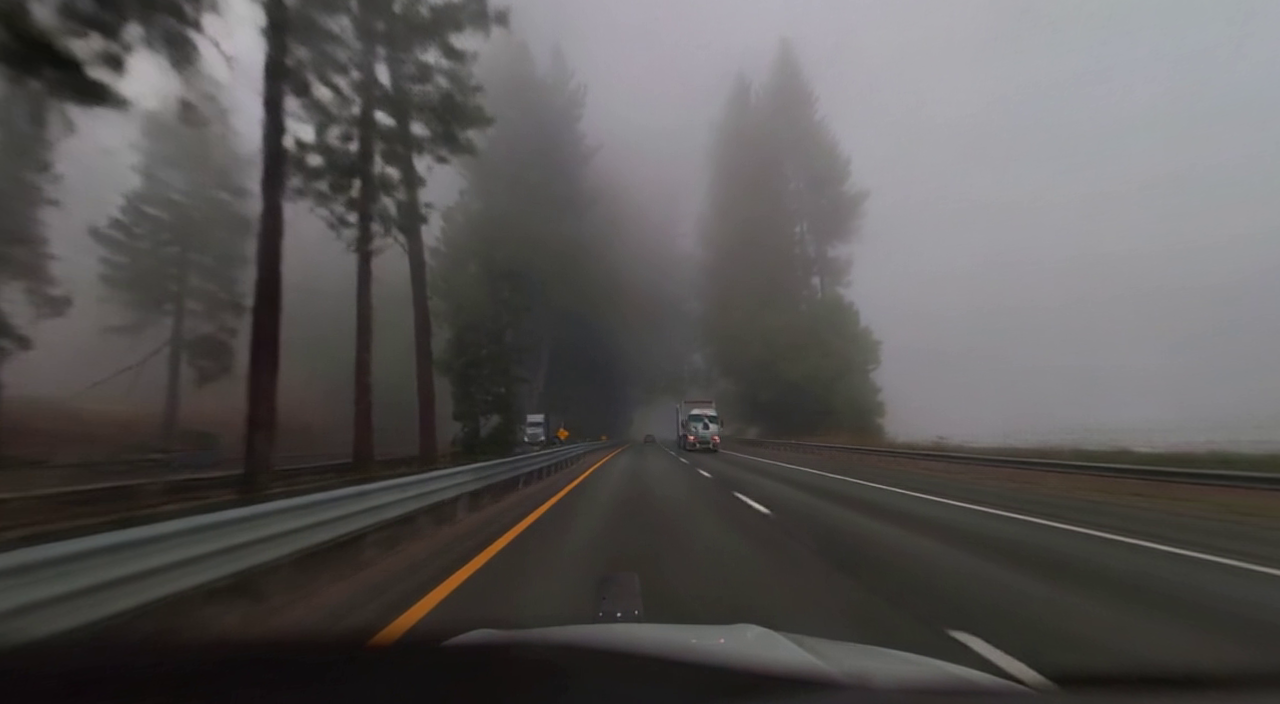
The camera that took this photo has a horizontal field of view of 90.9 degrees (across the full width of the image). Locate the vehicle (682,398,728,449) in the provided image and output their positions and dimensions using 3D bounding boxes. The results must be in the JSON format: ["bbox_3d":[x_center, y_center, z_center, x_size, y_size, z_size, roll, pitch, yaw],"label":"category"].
[{"bbox_3d":[4.535,5.130,44.658,2.749,3.357,4.979,0,-8,1],"label":"vehicle"}]
